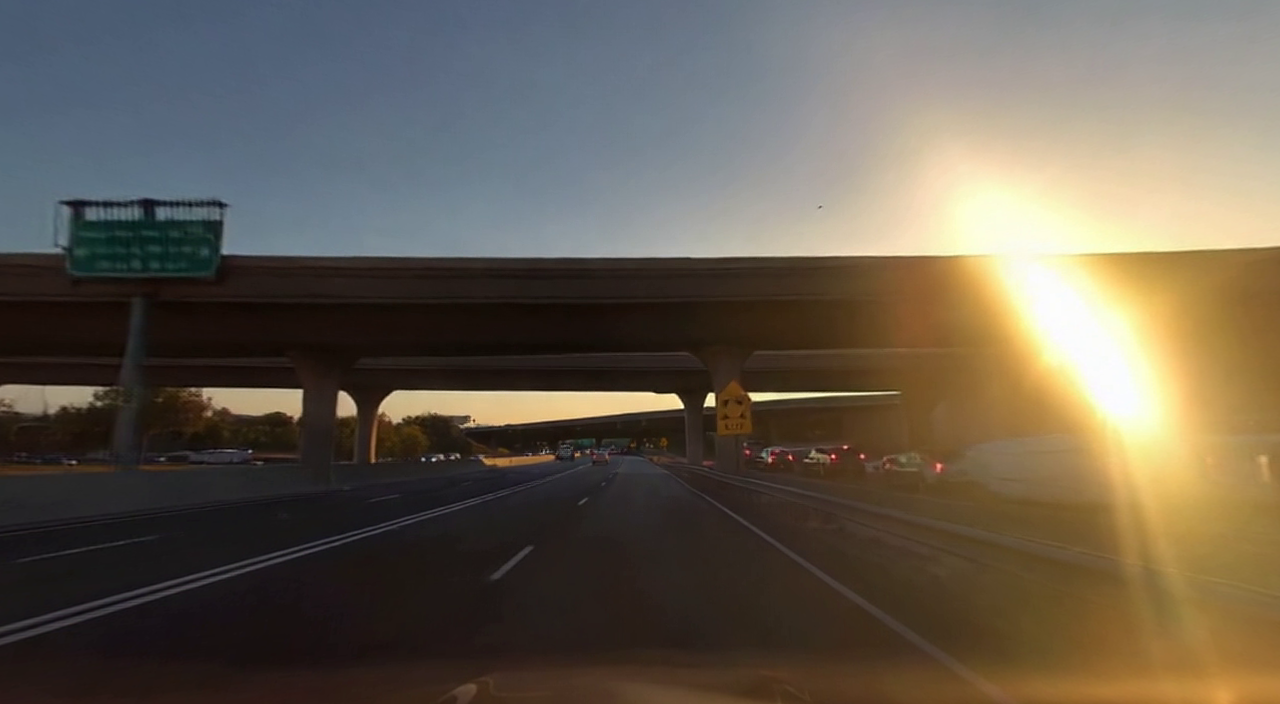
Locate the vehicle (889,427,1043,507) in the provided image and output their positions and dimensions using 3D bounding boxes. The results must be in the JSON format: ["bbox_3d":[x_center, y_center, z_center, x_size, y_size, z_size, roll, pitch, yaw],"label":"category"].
[{"bbox_3d":[15.919,5.706,31.863,2.752,3.433,9.030,0,-9,-1],"label":"vehicle"}]

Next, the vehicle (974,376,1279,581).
[{"bbox_3d":[12.807,3.008,15.905,2.941,3.578,10.624,1,-9,0],"label":"vehicle"}]

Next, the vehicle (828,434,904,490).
[{"bbox_3d":[15.838,7.740,44.990,2.391,3.553,8.914,0,-9,2],"label":"vehicle"}]
